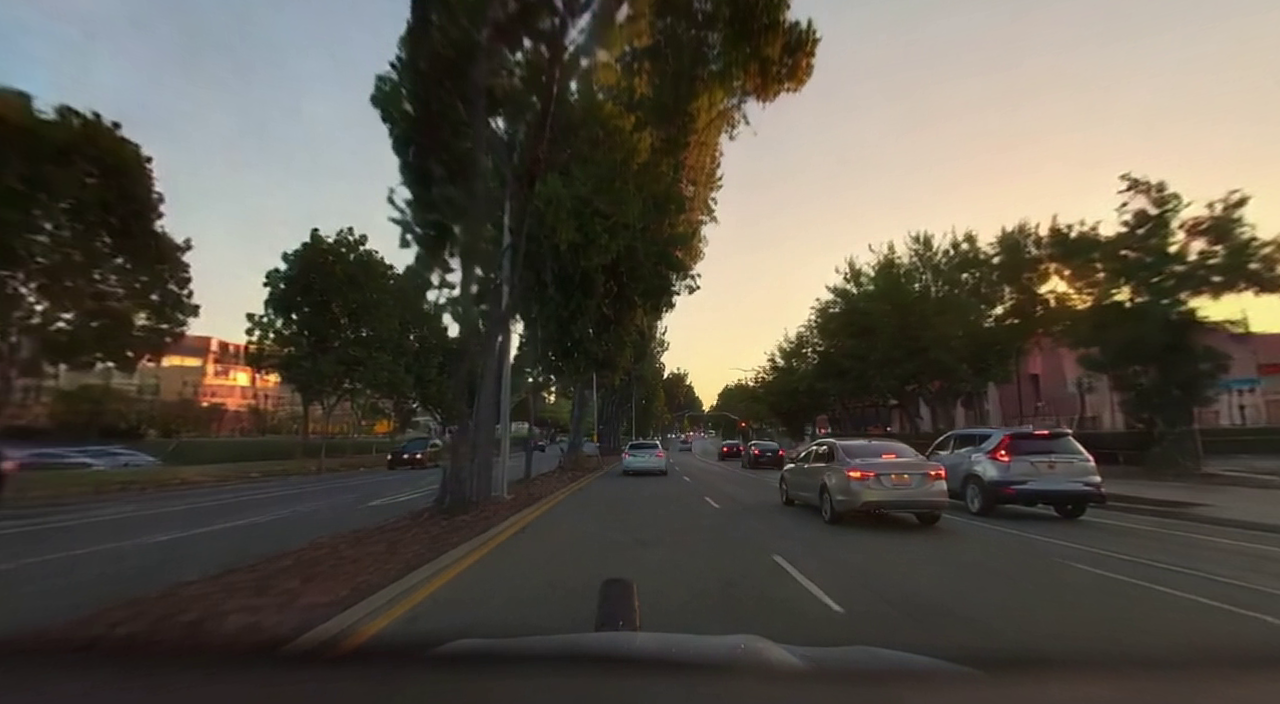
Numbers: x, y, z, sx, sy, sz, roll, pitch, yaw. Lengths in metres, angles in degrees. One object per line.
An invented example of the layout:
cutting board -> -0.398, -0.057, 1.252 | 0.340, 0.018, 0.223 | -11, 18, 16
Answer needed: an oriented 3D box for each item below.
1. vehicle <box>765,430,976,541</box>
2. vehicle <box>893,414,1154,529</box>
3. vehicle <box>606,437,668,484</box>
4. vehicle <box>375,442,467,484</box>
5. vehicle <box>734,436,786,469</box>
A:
vehicle -> 3.519, 2.107, 10.629 | 1.858, 1.466, 4.230 | 0, -8, -1
vehicle -> 7.035, 2.245, 12.396 | 2.134, 1.810, 4.590 | 0, -8, -1
vehicle -> -0.093, 3.760, 22.110 | 1.994, 1.479, 3.647 | 0, -8, 0
vehicle -> -8.529, 4.337, 25.093 | 1.993, 1.458, 4.614 | -1, -8, 0
vehicle -> 6.927, 5.864, 36.965 | 2.068, 1.779, 4.567 | 0, -8, -1
